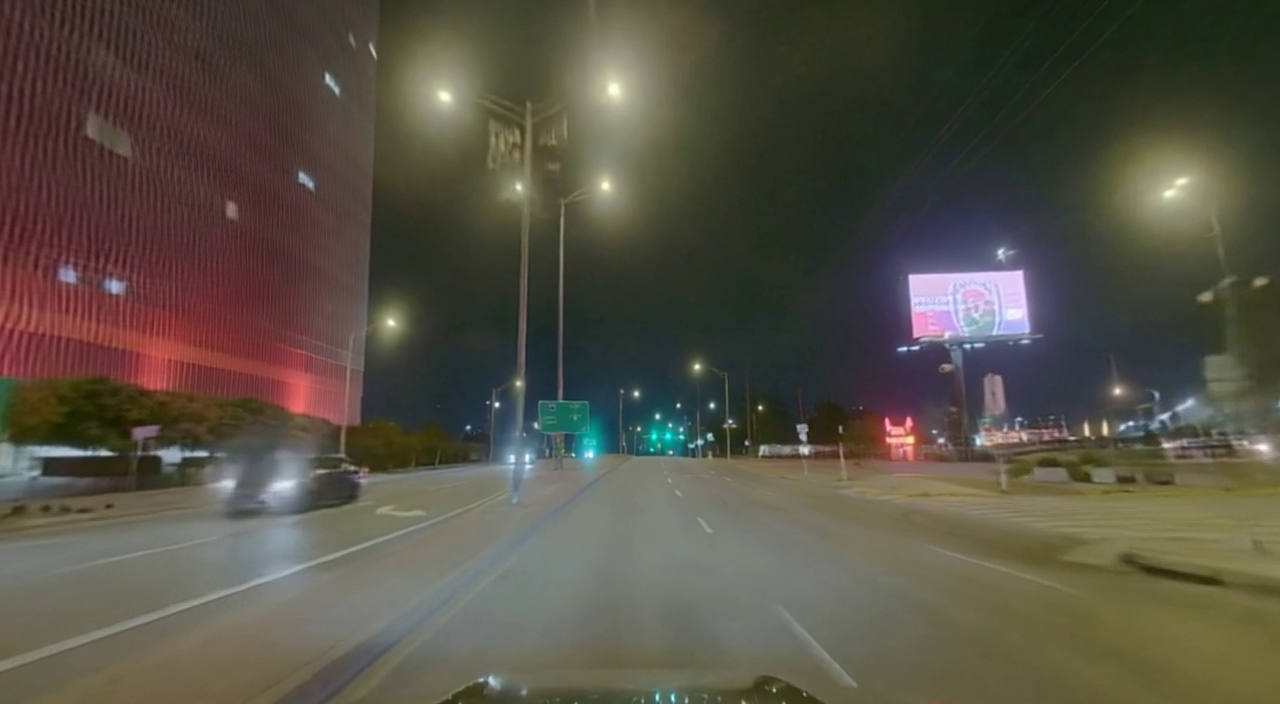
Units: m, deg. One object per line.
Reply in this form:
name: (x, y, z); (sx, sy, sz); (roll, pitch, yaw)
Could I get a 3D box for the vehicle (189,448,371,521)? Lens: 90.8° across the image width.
vehicle: (-8.651, 3.171, 15.751); (1.905, 1.533, 4.419); (-1, -9, 0)

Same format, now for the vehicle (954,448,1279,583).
vehicle: (6.900, 2.120, 9.092); (2.675, 1.452, 4.213); (-1, -9, 2)
